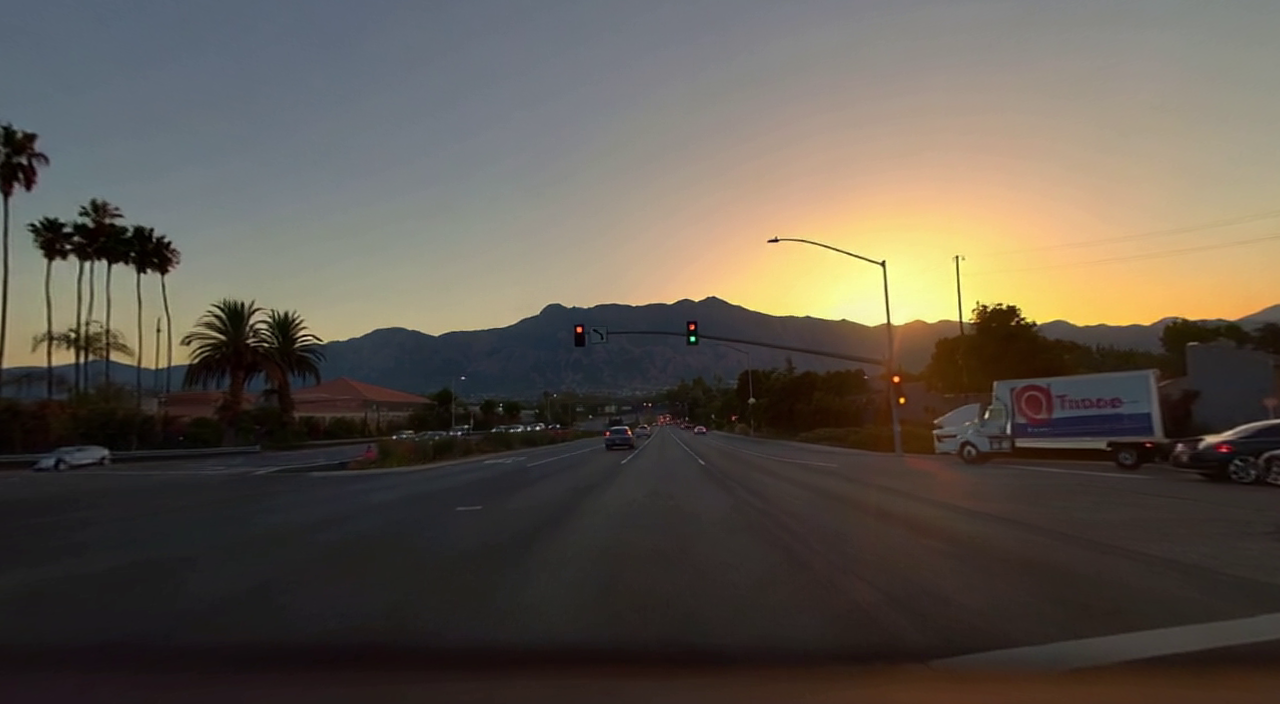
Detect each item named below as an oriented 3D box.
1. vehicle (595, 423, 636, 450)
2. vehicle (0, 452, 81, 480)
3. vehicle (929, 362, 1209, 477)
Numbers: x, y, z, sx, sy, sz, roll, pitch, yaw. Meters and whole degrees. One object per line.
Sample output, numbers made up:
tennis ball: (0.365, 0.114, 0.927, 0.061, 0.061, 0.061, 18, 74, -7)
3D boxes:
vehicle: (-1.555, 5.752, 42.466, 2.287, 1.712, 4.537, -1, -8, 4)
vehicle: (-37.346, 6.883, 38.062, 1.827, 1.543, 4.741, -2, -9, 16)
vehicle: (14.055, 2.403, 21.512, 7.088, 3.414, 3.237, -3, -9, 19)
